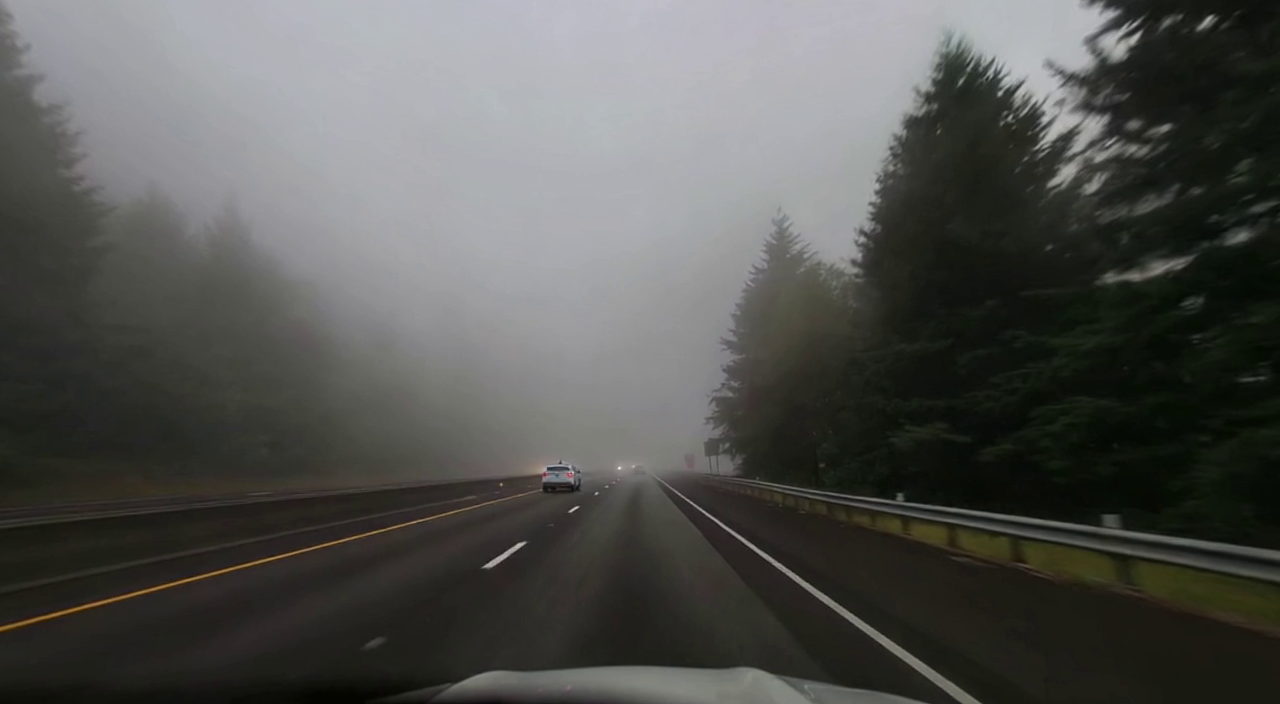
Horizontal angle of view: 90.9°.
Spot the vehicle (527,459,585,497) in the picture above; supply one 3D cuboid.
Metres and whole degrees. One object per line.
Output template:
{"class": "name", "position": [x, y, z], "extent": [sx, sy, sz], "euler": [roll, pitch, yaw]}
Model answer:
{"class": "vehicle", "position": [-3.874, 5.961, 29.918], "extent": [2.180, 1.618, 4.219], "euler": [1, -10, 0]}
